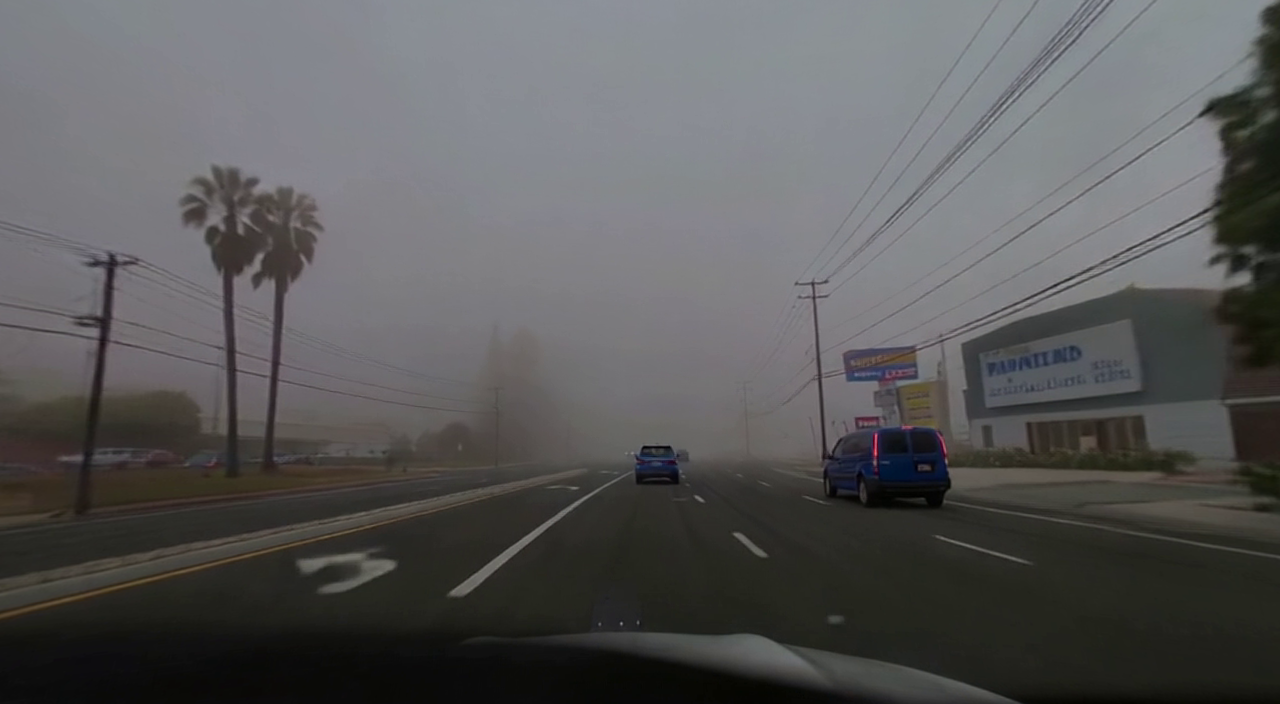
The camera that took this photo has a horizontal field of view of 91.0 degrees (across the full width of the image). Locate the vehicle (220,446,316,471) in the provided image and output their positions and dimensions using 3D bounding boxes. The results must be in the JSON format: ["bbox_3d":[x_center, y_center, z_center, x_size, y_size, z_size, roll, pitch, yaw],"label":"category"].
[{"bbox_3d":[-23.765,6.799,40.298,4.942,1.557,2.032,-1,-9,7],"label":"vehicle"}]

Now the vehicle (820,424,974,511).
[{"bbox_3d":[6.378,2.930,16.319,2.107,1.928,4.471,0,-9,1],"label":"vehicle"}]

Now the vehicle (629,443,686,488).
[{"bbox_3d":[0.727,4.604,25.790,2.138,1.672,4.168,0,-9,2],"label":"vehicle"}]
